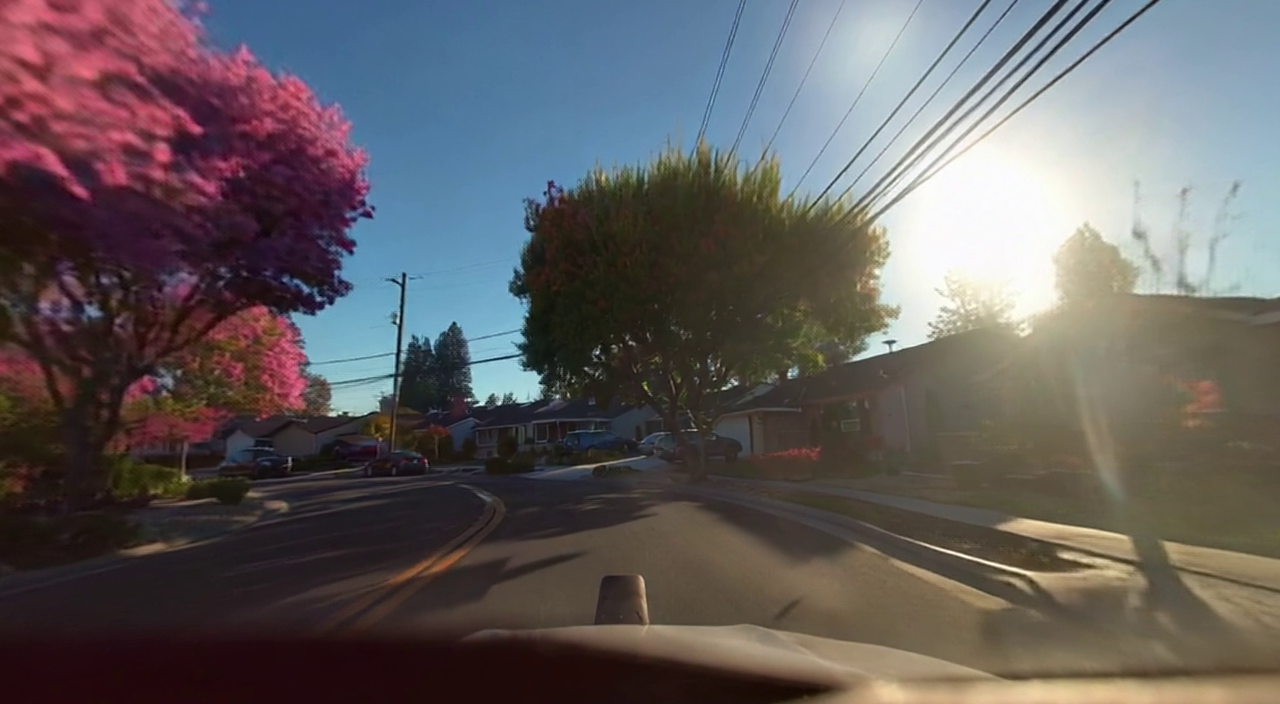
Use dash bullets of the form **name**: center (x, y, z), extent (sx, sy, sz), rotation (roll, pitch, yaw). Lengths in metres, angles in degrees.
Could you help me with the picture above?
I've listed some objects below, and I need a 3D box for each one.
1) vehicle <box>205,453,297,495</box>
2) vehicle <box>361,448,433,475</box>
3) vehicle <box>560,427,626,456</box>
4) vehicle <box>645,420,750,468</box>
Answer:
- **vehicle**: center (-17.134, 5.296, 27.773), extent (3.897, 1.493, 1.942), rotation (-4, -7, 34)
- **vehicle**: center (-14.524, 6.492, 37.754), extent (4.019, 1.484, 1.978), rotation (-6, -10, 33)
- **vehicle**: center (-3.076, 6.017, 42.249), extent (2.043, 1.819, 4.476), rotation (-6, -10, 33)
- **vehicle**: center (2.738, 4.325, 29.862), extent (4.459, 1.738, 1.930), rotation (-2, -7, -28)
